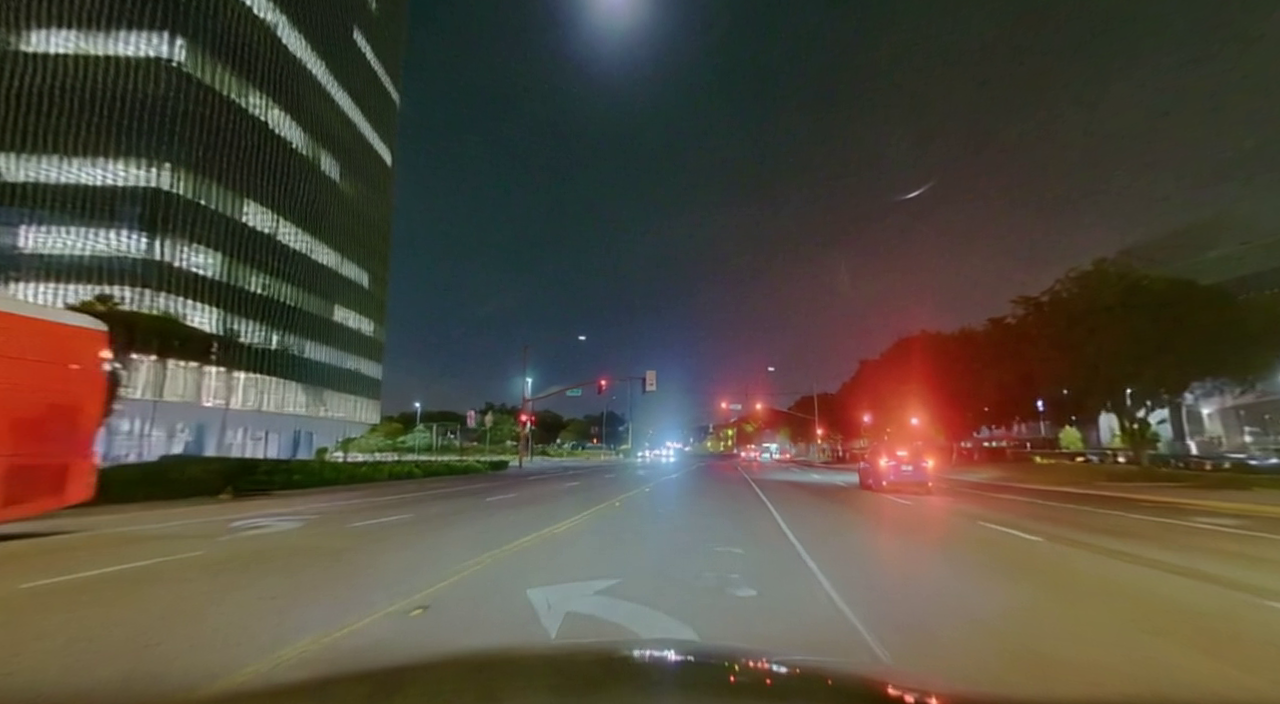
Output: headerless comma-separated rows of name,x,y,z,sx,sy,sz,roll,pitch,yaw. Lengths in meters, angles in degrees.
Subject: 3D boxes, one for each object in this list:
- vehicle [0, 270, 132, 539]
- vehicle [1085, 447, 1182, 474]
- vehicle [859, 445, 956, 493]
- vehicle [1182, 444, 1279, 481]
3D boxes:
vehicle,-12.801,0.174,5.987,3.110,4.418,13.688,-1,-9,7
vehicle,28.998,6.379,37.114,3.896,1.471,1.936,-2,-8,10
vehicle,9.303,4.075,22.311,1.993,1.501,4.127,-1,-9,6
vehicle,28.220,5.152,29.407,3.824,1.453,1.894,-4,-8,6
